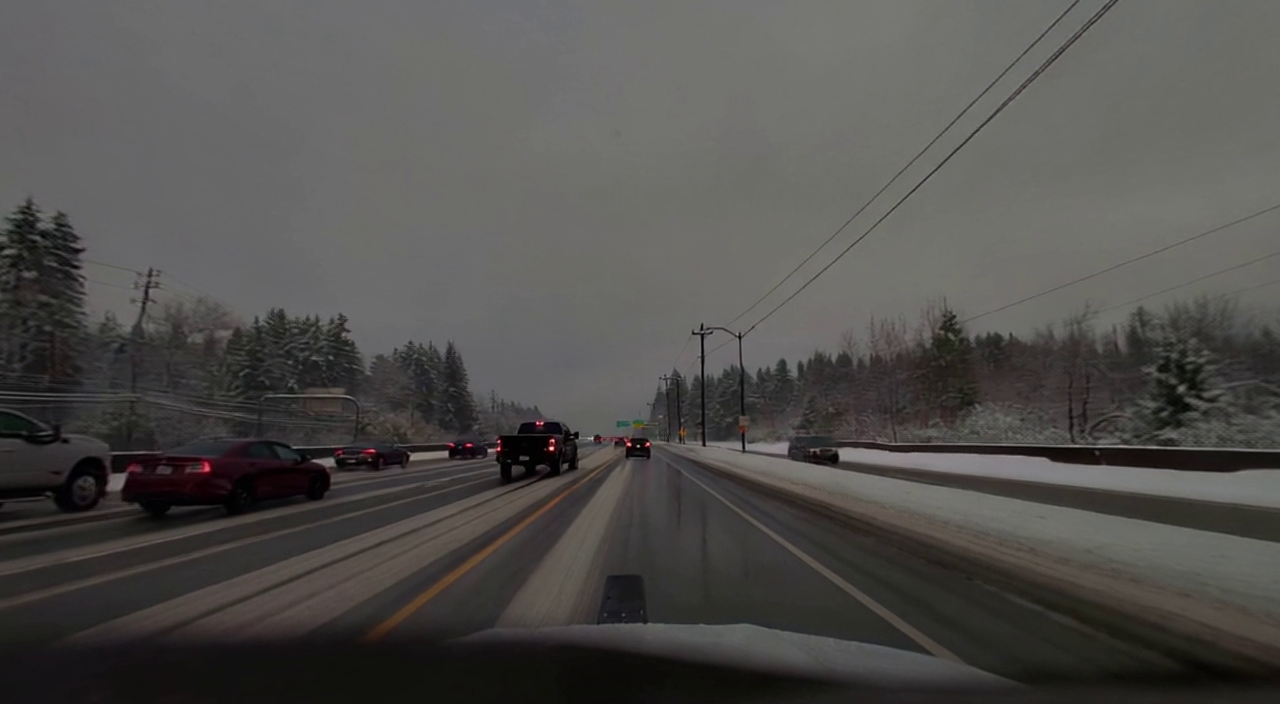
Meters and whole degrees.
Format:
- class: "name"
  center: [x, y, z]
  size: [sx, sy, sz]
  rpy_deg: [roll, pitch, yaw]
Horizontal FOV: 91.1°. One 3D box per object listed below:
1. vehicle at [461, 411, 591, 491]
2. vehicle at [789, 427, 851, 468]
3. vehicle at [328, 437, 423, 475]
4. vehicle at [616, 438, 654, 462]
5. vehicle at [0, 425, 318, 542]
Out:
- class: "vehicle"
  center: [-3.232, 3.059, 19.713]
  size: [2.815, 2.092, 6.526]
  rpy_deg: [0, -8, 0]
- class: "vehicle"
  center: [11.328, 6.058, 40.063]
  size: [2.244, 2.374, 5.762]
  rpy_deg: [-1, -8, 0]
- class: "vehicle"
  center: [-10.938, 4.316, 26.395]
  size: [1.884, 1.453, 4.579]
  rpy_deg: [0, -8, 2]
- class: "vehicle"
  center: [-0.265, 6.152, 39.648]
  size: [2.013, 1.444, 4.447]
  rpy_deg: [-1, -8, 4]
- class: "vehicle"
  center: [-7.521, 2.017, 10.344]
  size: [1.964, 1.481, 4.425]
  rpy_deg: [0, -8, 2]
